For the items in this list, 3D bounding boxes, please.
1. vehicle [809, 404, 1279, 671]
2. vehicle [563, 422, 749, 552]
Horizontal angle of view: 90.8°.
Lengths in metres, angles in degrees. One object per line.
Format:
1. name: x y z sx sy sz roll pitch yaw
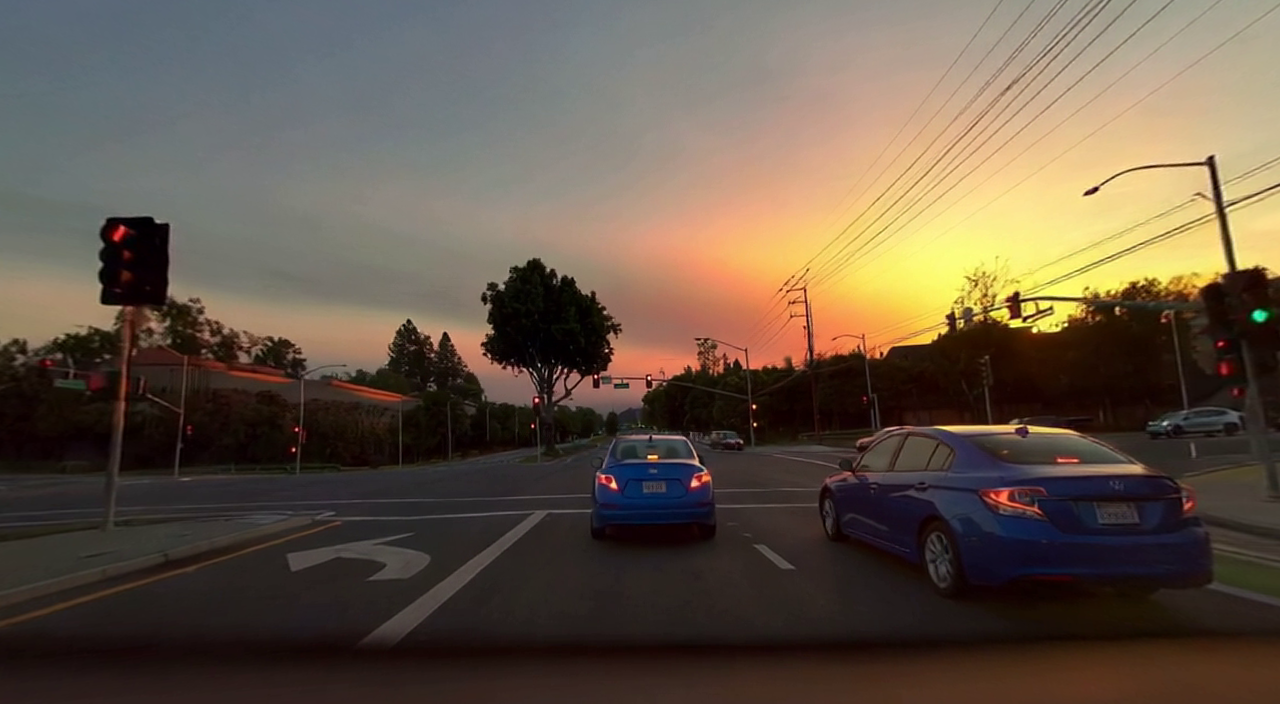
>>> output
1. vehicle: 3.109 1.332 5.663 2.004 1.448 4.263 0 -8 0
2. vehicle: 0.178 1.821 9.169 2.110 1.466 3.860 0 -8 0
